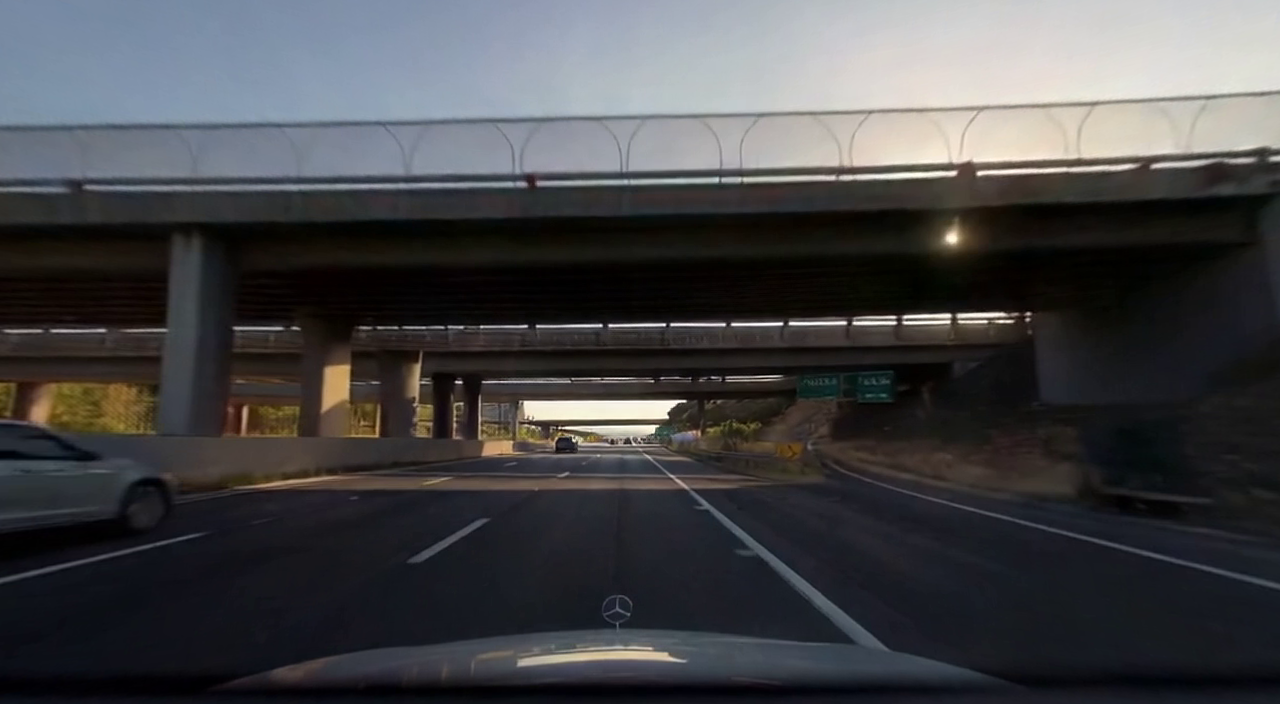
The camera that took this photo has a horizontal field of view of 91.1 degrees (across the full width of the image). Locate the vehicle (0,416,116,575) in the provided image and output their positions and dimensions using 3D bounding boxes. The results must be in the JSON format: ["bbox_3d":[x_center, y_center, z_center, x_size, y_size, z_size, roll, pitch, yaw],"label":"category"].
[{"bbox_3d":[-7.527,1.357,5.606,1.985,1.614,4.293,0,-8,0],"label":"vehicle"}]
